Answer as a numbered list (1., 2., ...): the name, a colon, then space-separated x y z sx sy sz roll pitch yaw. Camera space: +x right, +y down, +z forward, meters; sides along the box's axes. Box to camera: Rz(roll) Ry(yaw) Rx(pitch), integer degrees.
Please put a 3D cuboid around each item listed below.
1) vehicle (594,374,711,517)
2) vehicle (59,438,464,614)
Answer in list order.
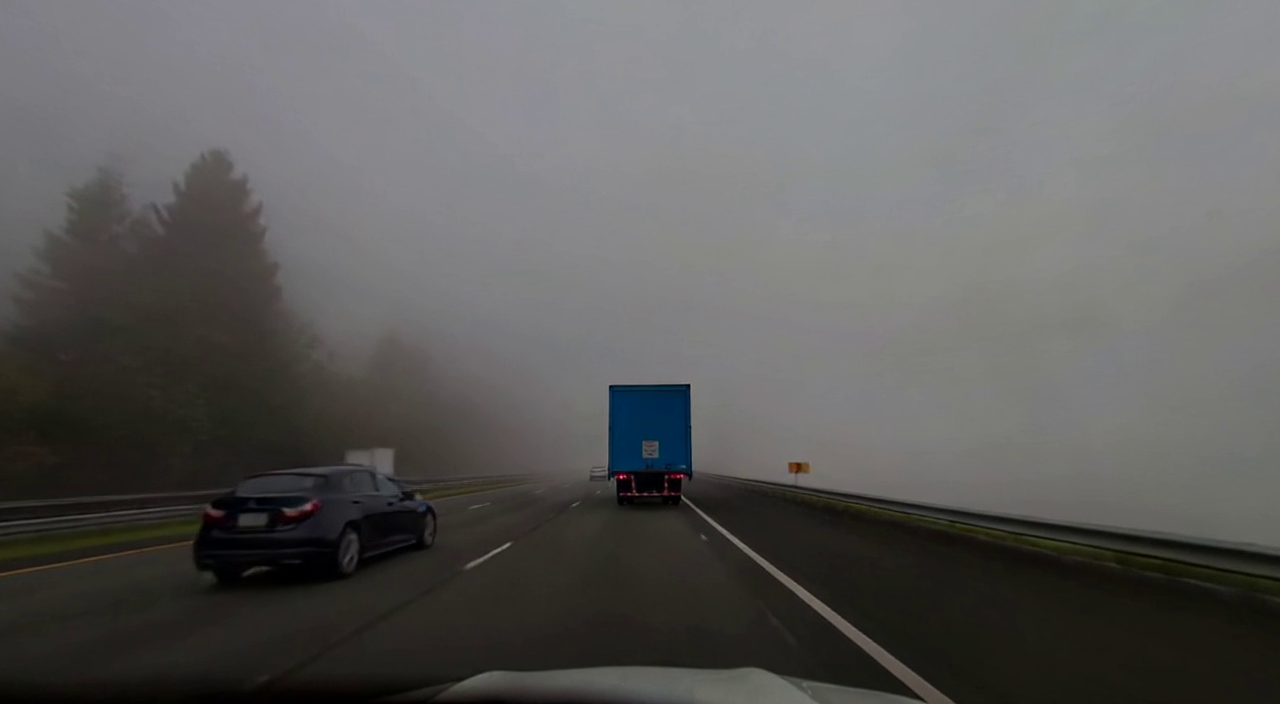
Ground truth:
1. vehicle: 0.320 3.262 21.123 3.008 3.678 9.512 1 -10 0
2. vehicle: -4.014 1.969 8.011 2.079 1.506 4.821 0 -10 1
